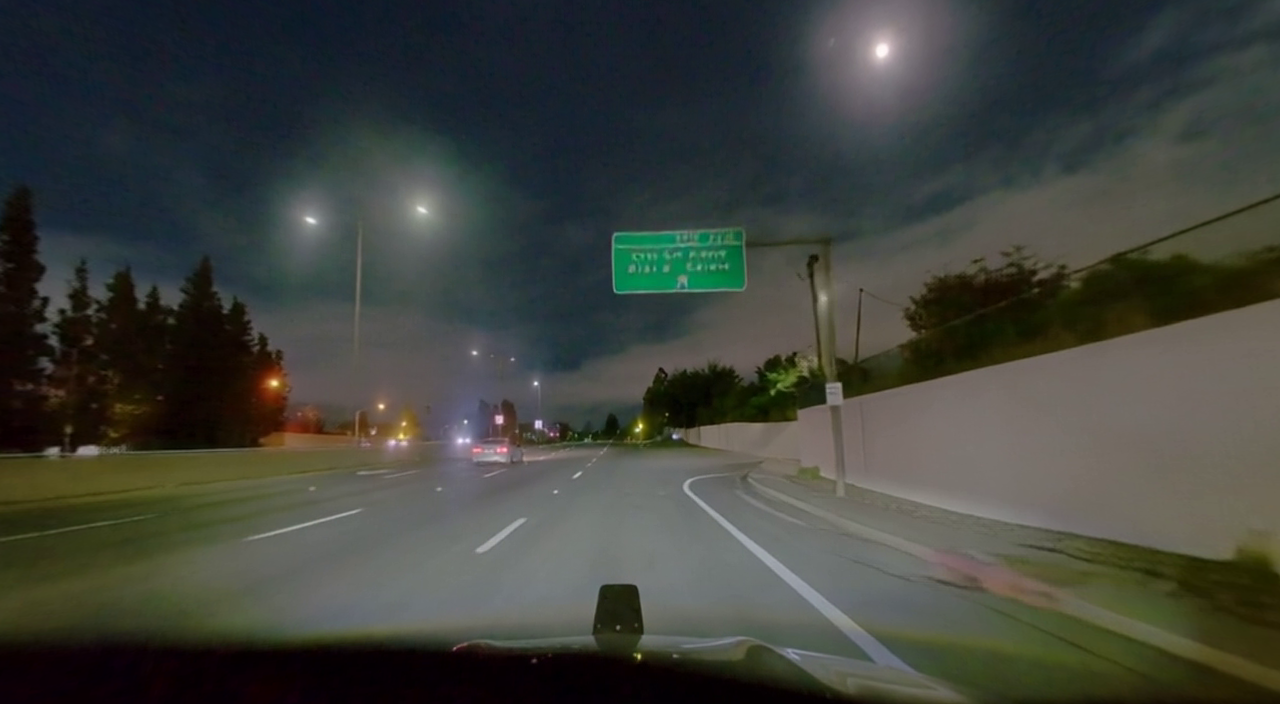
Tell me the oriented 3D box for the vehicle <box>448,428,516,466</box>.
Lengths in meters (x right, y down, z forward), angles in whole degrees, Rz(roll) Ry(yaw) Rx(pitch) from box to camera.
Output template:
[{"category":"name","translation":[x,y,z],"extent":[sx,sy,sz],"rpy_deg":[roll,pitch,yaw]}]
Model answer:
[{"category":"vehicle","translation":[-7.688,4.695,31.307],"extent":[2.115,1.711,4.722],"rpy_deg":[0,-8,0]}]
